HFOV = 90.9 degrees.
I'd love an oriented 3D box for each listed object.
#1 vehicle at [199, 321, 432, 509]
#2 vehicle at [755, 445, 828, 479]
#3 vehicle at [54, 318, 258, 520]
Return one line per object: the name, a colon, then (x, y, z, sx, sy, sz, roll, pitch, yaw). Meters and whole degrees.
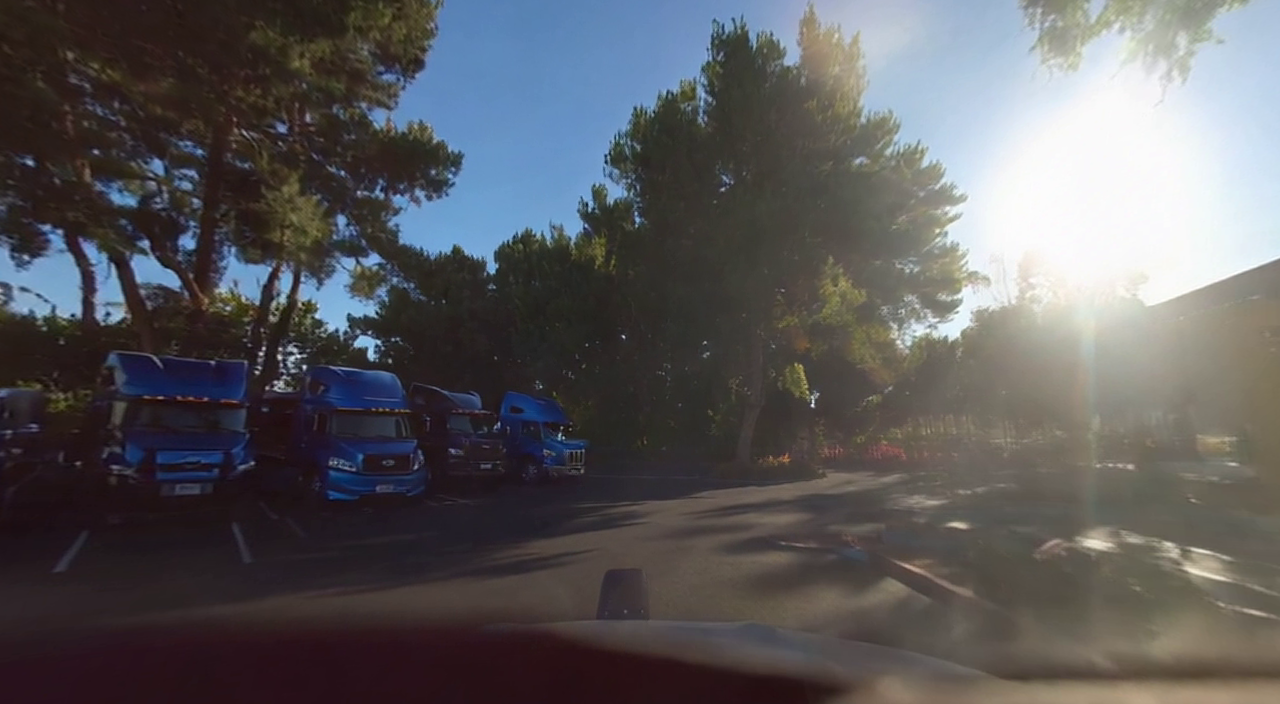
vehicle: (-10.345, 2.171, 18.984, 2.948, 4.069, 11.906, 8, -12, -42)
vehicle: (7.312, 5.237, 30.264, 1.809, 1.506, 3.473, -9, -12, 44)
vehicle: (-13.678, 2.083, 17.329, 3.038, 3.871, 11.512, 7, -12, -41)
